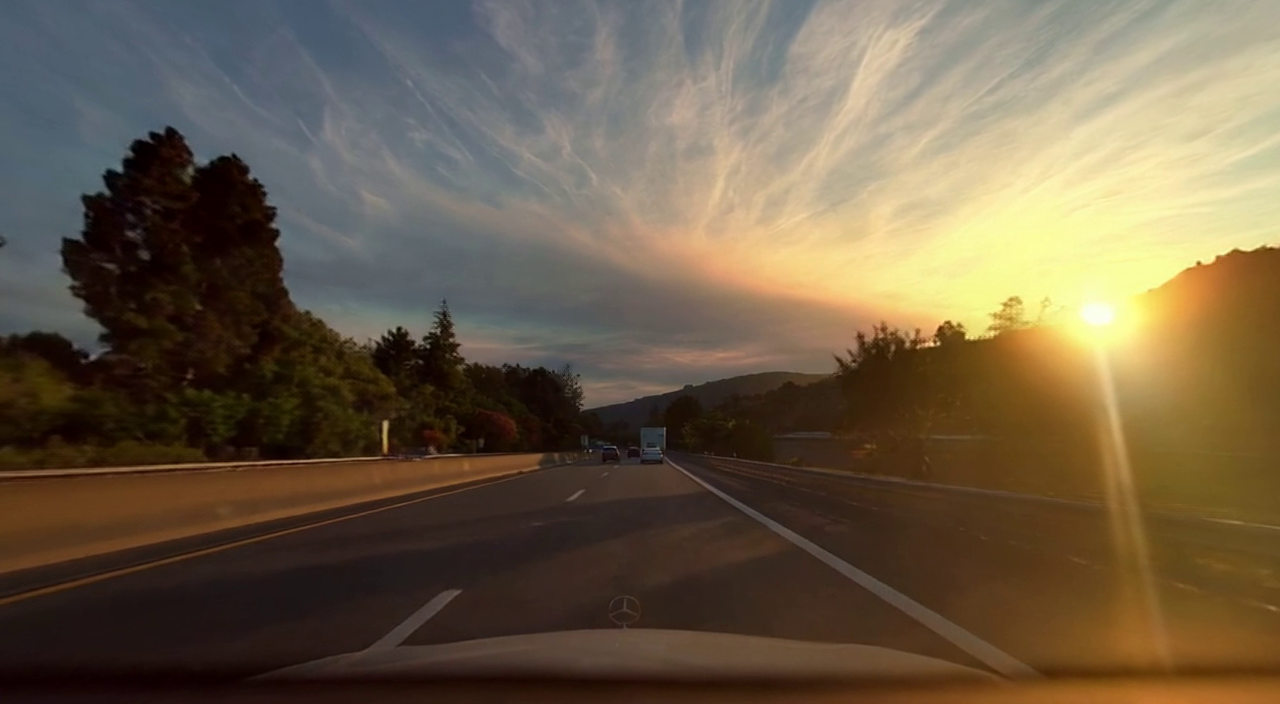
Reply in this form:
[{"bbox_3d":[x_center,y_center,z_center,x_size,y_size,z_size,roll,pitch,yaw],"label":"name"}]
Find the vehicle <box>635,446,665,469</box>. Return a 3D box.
[{"bbox_3d":[0.676,7.163,42.785,1.934,1.488,3.832,0,-9,1],"label":"vehicle"}]
